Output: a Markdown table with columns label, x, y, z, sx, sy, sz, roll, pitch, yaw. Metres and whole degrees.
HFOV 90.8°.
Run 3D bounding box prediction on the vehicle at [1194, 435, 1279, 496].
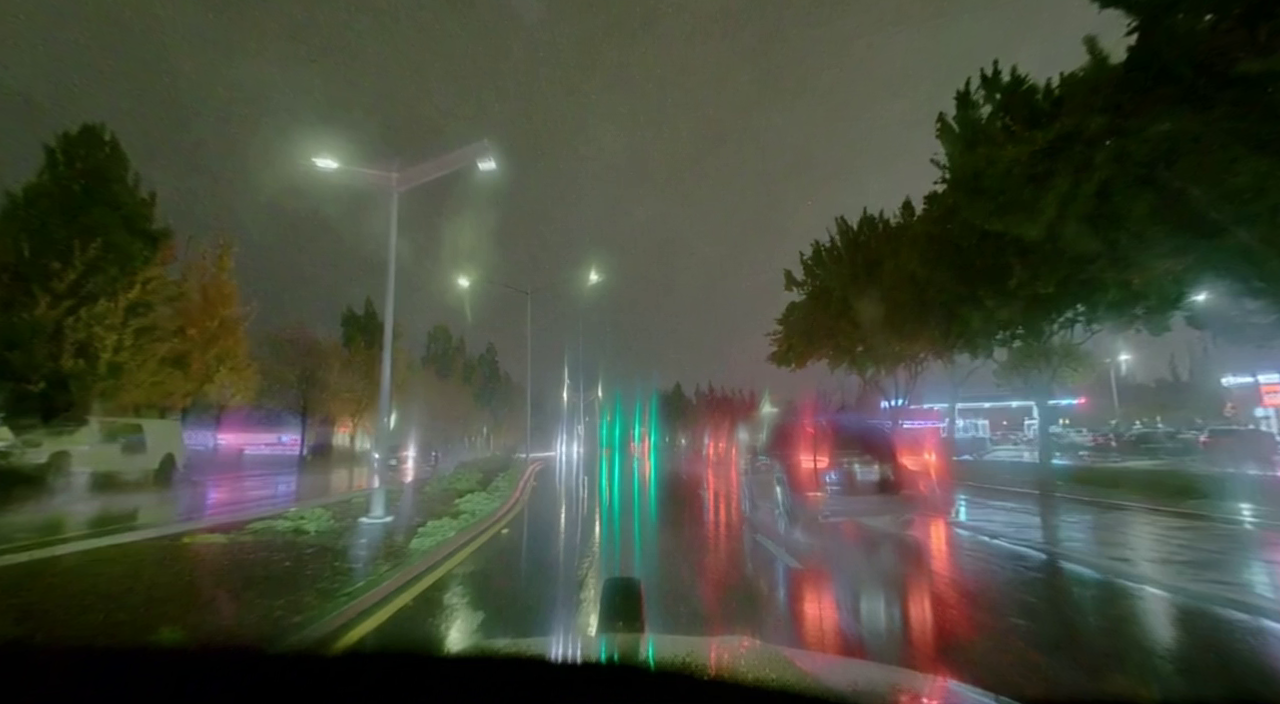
| label | x | y | z | sx | sy | sz | roll | pitch | yaw |
| --- | --- | --- | --- | --- | --- | --- | --- | --- | --- |
| vehicle | 18.637 | 3.364 | 19.182 | 4.933 | 1.472 | 2.039 | 4 | -11 | -43 |

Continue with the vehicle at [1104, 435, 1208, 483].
| label | x | y | z | sx | sy | sz | roll | pitch | yaw |
| --- | --- | --- | --- | --- | --- | --- | --- | --- | --- |
| vehicle | 19.006 | 3.869 | 23.216 | 4.052 | 1.583 | 1.954 | 6 | -10 | -37 |

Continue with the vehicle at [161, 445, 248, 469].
| label | x | y | z | sx | sy | sz | roll | pitch | yaw |
| --- | --- | --- | --- | --- | --- | --- | --- | --- | --- |
| vehicle | -29.303 | 7.060 | 42.660 | 4.343 | 1.535 | 2.015 | 3 | -9 | -21 |

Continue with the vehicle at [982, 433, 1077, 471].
| label | x | y | z | sx | sy | sz | roll | pitch | yaw |
| --- | --- | --- | --- | --- | --- | --- | --- | --- | --- |
| vehicle | 18.305 | 4.665 | 29.682 | 4.049 | 1.671 | 1.868 | 4 | -9 | -28 |

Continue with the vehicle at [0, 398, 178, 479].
| label | x | y | z | sx | sy | sz | roll | pitch | yaw |
| --- | --- | --- | --- | --- | --- | --- | --- | --- | --- |
| vehicle | -28.474 | 4.492 | 32.560 | 2.632 | 3.533 | 8.615 | -2 | -8 | 1 |

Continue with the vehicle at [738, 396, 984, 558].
| label | x | y | z | sx | sy | sz | roll | pitch | yaw |
| --- | --- | --- | --- | --- | --- | --- | --- | --- | --- |
| vehicle | 3.037 | 1.845 | 10.090 | 2.038 | 1.917 | 4.900 | 0 | -8 | -1 |

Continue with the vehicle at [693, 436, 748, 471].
| label | x | y | z | sx | sy | sz | roll | pitch | yaw |
| --- | --- | --- | --- | --- | --- | --- | --- | --- | --- |
| vehicle | 3.625 | 4.651 | 29.137 | 1.861 | 1.478 | 4.185 | 0 | -8 | -2 |

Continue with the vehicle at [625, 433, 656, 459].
| label | x | y | z | sx | sy | sz | roll | pitch | yaw |
| --- | --- | --- | --- | --- | --- | --- | --- | --- | --- |
| vehicle | -0.008 | 6.658 | 44.866 | 2.101 | 1.707 | 3.904 | 0 | -8 | 0 |

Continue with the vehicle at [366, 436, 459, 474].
| label | x | y | z | sx | sy | sz | roll | pitch | yaw |
| --- | --- | --- | --- | --- | --- | --- | --- | --- | --- |
| vehicle | -9.078 | 4.147 | 25.653 | 2.131 | 1.378 | 4.391 | 0 | -8 | 0 |

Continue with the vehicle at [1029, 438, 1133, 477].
| label | x | y | z | sx | sy | sz | roll | pitch | yaw |
| --- | --- | --- | --- | --- | --- | --- | --- | --- | --- |
| vehicle | 18.546 | 4.384 | 26.501 | 4.582 | 1.491 | 2.032 | 6 | -10 | -35 |
